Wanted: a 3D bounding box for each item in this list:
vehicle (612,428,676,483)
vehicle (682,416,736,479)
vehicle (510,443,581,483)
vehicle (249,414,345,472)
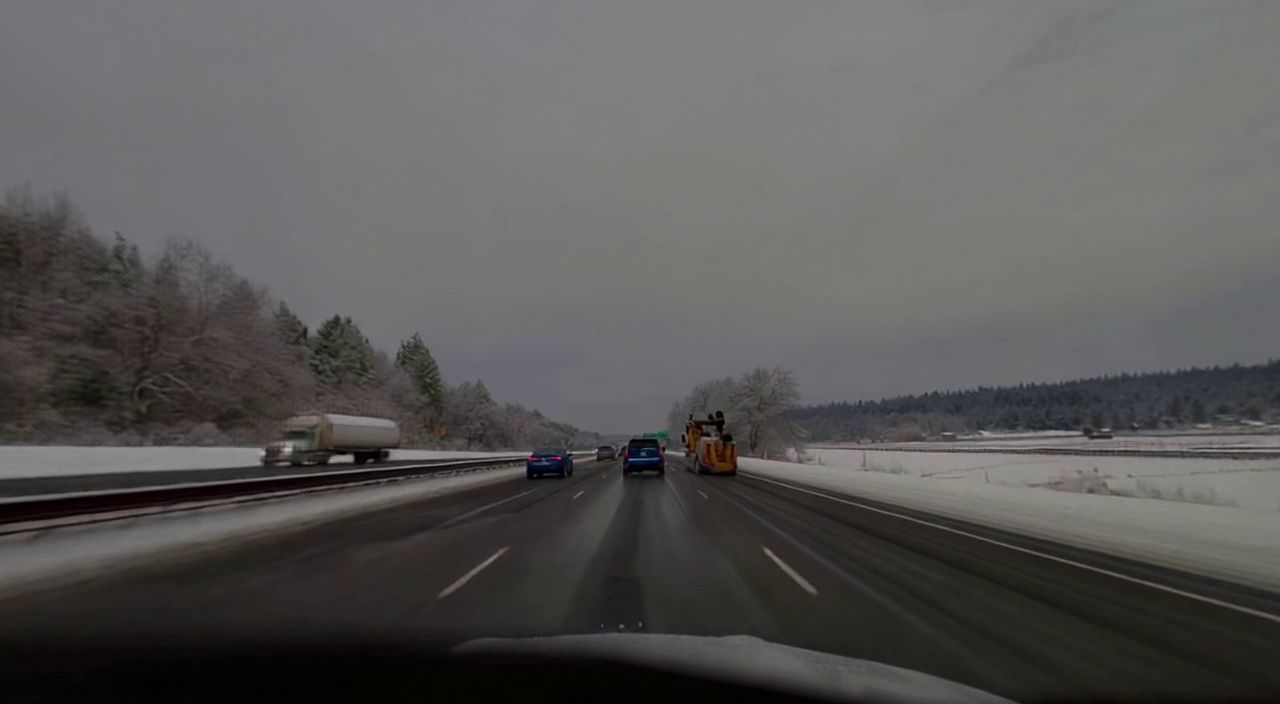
[{"bbox_3d":[0.165,4.094,25.206,2.308,1.993,4.631,0,-8,1],"label":"vehicle"},{"bbox_3d":[4.550,6.561,43.621,2.793,3.828,9.580,0,-8,1],"label":"vehicle"},{"bbox_3d":[-3.740,4.452,25.732,2.096,1.469,4.319,0,-8,2],"label":"vehicle"},{"bbox_3d":[-24.805,6.649,46.041,2.939,3.843,6.931,0,-8,0],"label":"vehicle"}]
